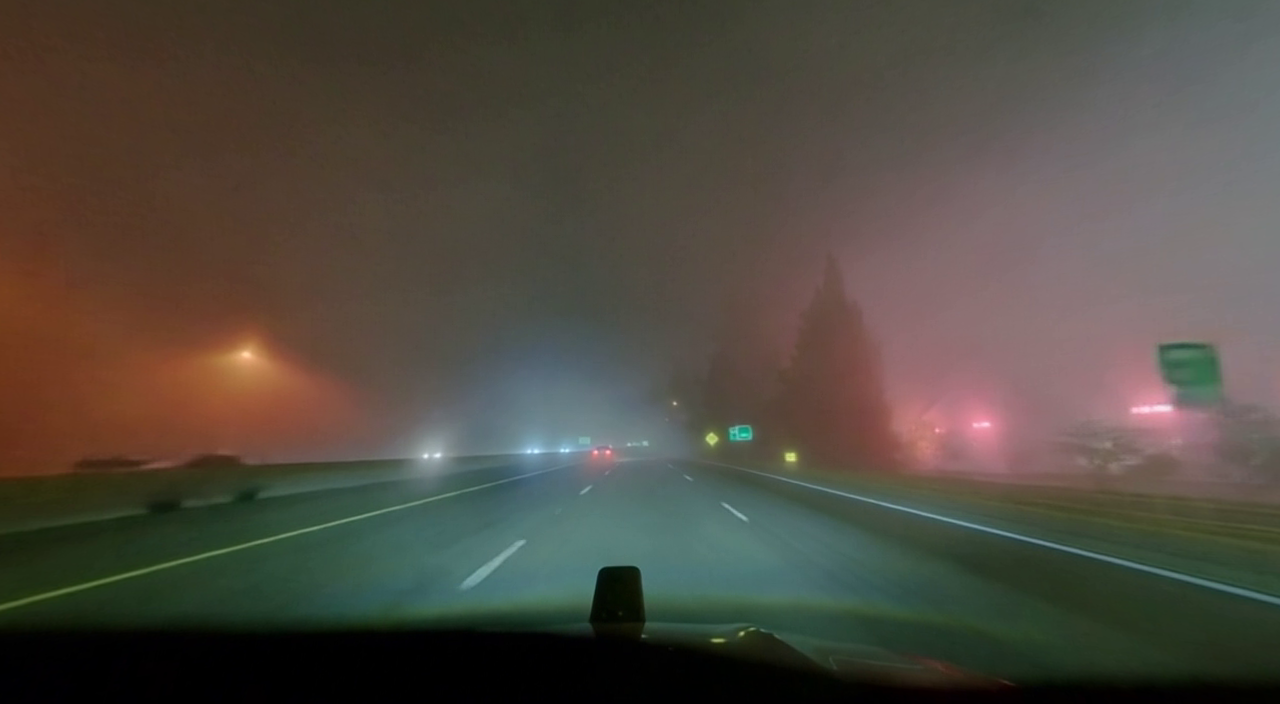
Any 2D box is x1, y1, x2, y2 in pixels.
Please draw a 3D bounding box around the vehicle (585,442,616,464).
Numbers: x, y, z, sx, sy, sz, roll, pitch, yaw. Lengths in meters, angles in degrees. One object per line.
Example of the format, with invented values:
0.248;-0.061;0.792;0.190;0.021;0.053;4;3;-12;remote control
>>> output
-2.917;7.592;47.476;2.015;1.557;4.229;0;-9;1;vehicle
